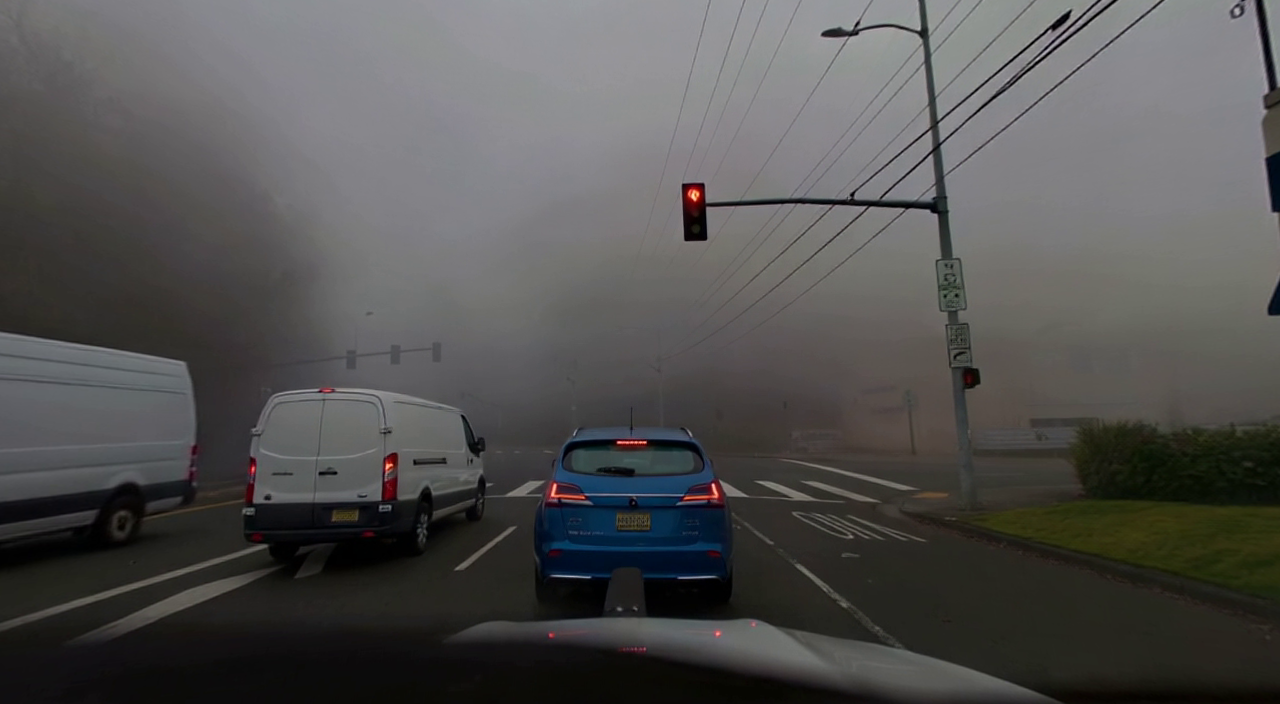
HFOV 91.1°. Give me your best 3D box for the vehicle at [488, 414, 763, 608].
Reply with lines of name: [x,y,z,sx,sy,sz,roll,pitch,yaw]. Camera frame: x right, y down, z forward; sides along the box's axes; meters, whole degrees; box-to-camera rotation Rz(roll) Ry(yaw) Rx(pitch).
vehicle: [-0.116,1.467,6.776,2.064,1.452,3.942,0,-8,0]

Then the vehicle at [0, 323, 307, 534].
vehicle: [-10.756,1.406,11.398,2.973,3.009,12.605,-1,-7,-2]

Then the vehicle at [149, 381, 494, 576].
vehicle: [-3.585,1.523,8.517,2.076,1.820,5.100,0,-8,-1]
